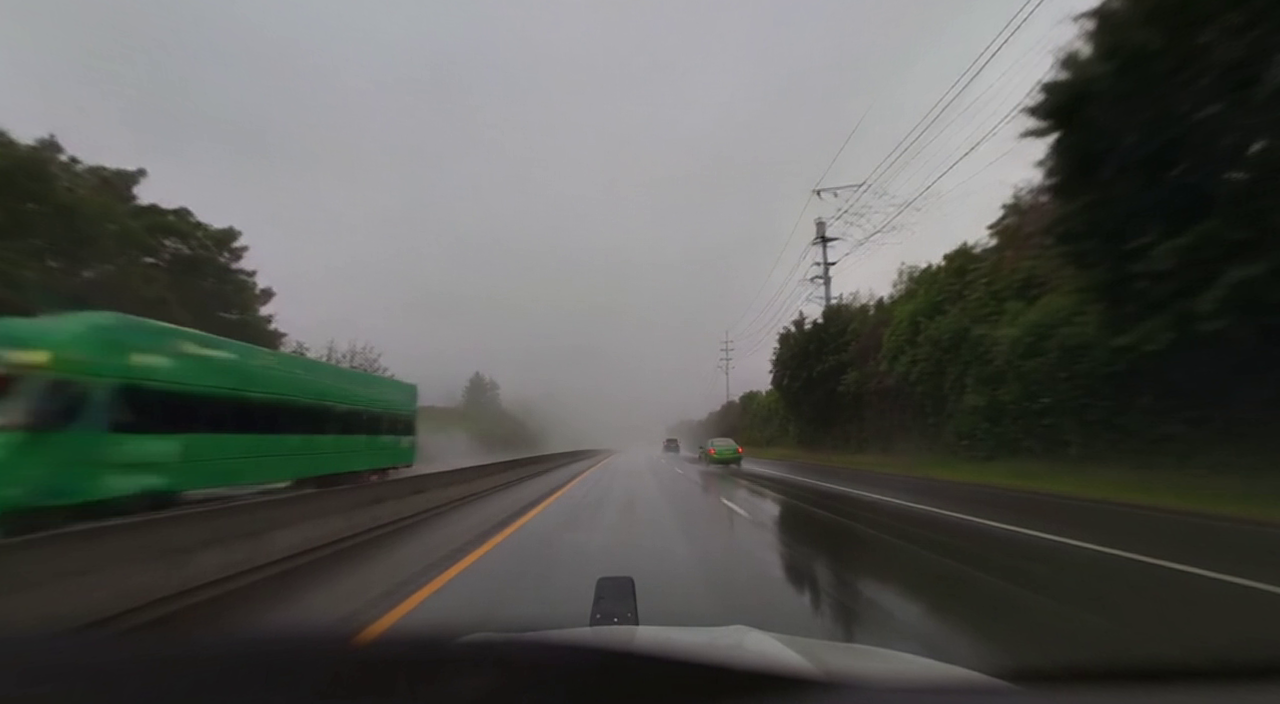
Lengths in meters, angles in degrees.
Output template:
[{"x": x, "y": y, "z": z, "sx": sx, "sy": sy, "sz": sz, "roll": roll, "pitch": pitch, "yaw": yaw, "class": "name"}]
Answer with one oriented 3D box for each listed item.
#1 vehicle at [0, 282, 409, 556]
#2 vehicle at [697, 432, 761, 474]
[{"x": -11.105, "y": 2.127, "z": 17.560, "sx": 3.267, "sy": 4.085, "sz": 16.559, "roll": -1, "pitch": -8, "yaw": -1, "class": "vehicle"}, {"x": 3.605, "y": 4.211, "z": 26.424, "sx": 1.977, "sy": 1.581, "sz": 4.428, "roll": -1, "pitch": -8, "yaw": -1, "class": "vehicle"}]
